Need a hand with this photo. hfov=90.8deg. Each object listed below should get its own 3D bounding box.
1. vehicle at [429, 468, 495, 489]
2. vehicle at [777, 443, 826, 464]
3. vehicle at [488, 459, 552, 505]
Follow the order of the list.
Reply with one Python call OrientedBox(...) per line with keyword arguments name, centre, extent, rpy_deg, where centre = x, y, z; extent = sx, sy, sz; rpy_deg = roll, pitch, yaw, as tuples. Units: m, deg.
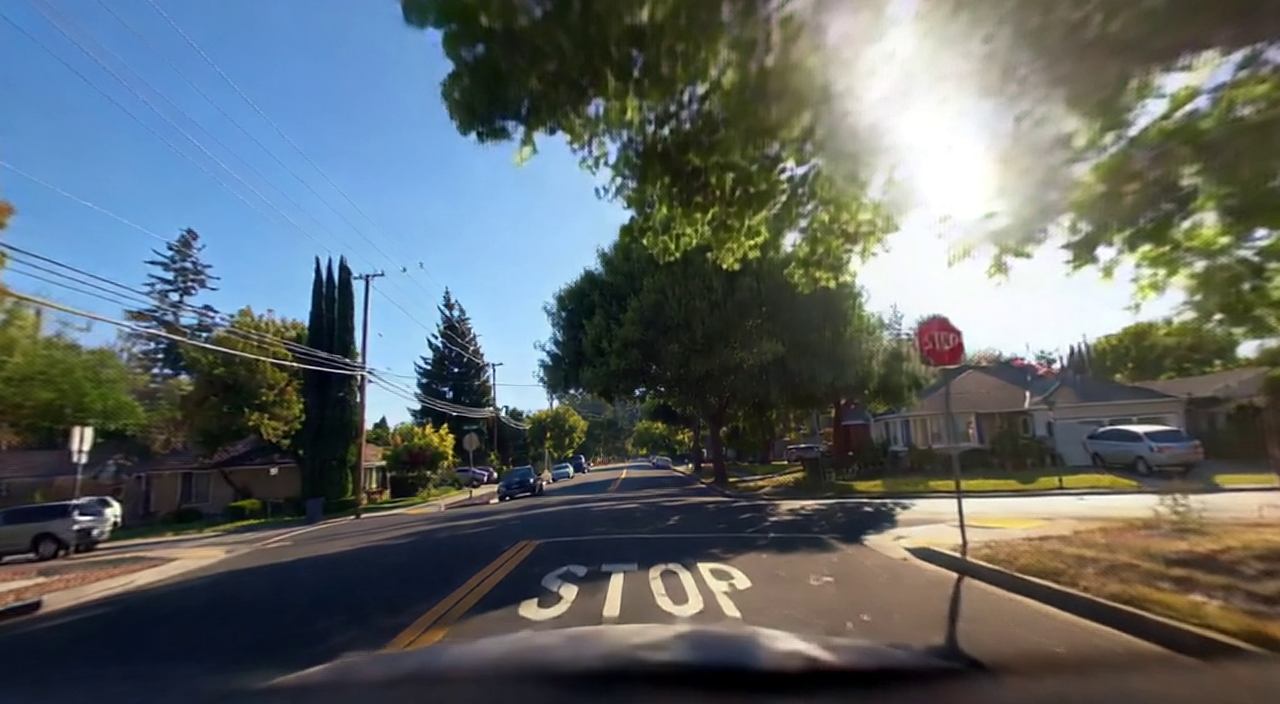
OrientedBox(name="vehicle", centre=(-13.996, 9.964, 49.714), extent=(4.601, 1.486, 1.876), rpy_deg=(-3, -9, 14))
OrientedBox(name="vehicle", centre=(12.501, 7.850, 48.906), extent=(3.563, 1.551, 1.916), rpy_deg=(-2, -8, 13))
OrientedBox(name="vehicle", centre=(-6.081, 6.613, 32.485), extent=(2.149, 1.823, 4.613), rpy_deg=(-6, -9, 1))
